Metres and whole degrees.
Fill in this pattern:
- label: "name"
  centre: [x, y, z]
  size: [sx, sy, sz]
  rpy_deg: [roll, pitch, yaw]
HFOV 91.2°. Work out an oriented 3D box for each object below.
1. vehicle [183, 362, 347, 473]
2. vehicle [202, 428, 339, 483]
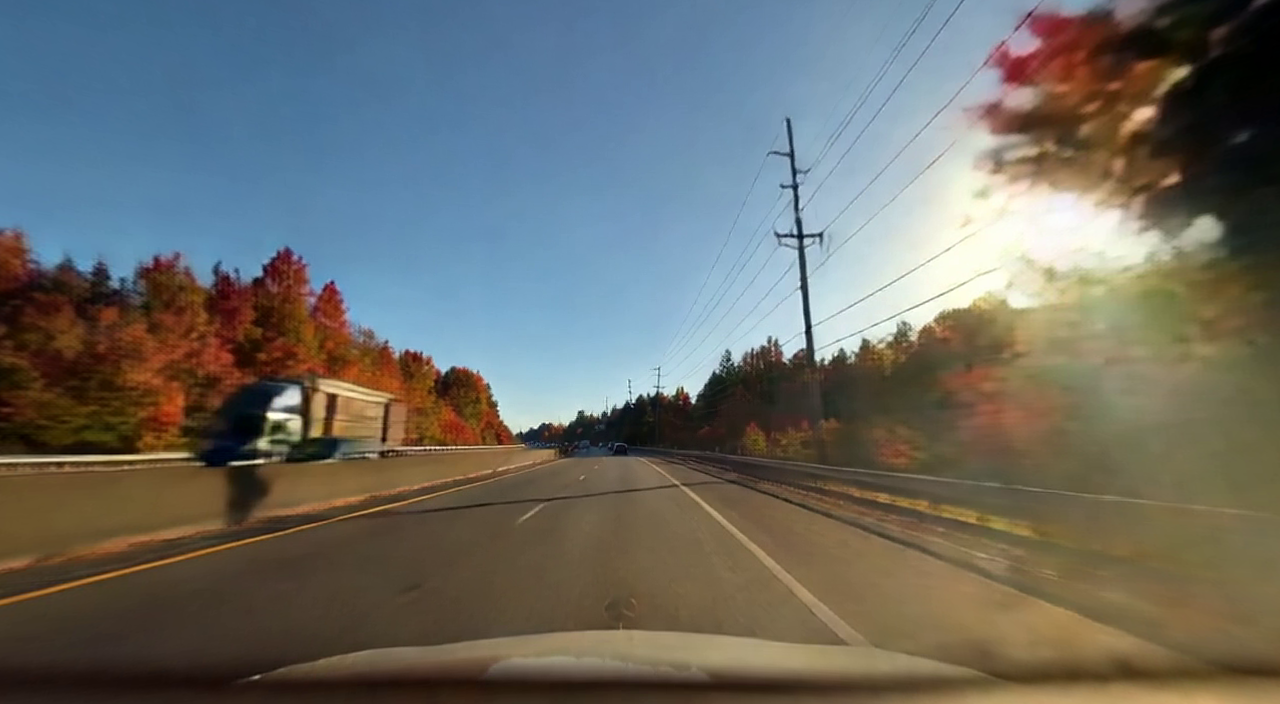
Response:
- label: "vehicle"
  centre: [-15.623, 2.935, 26.853]
  size: [3.034, 4.160, 6.120]
  rpy_deg: [0, -9, 0]
- label: "vehicle"
  centre: [-11.574, 3.274, 19.983]
  size: [1.979, 1.563, 3.902]
  rpy_deg: [0, -9, 0]
